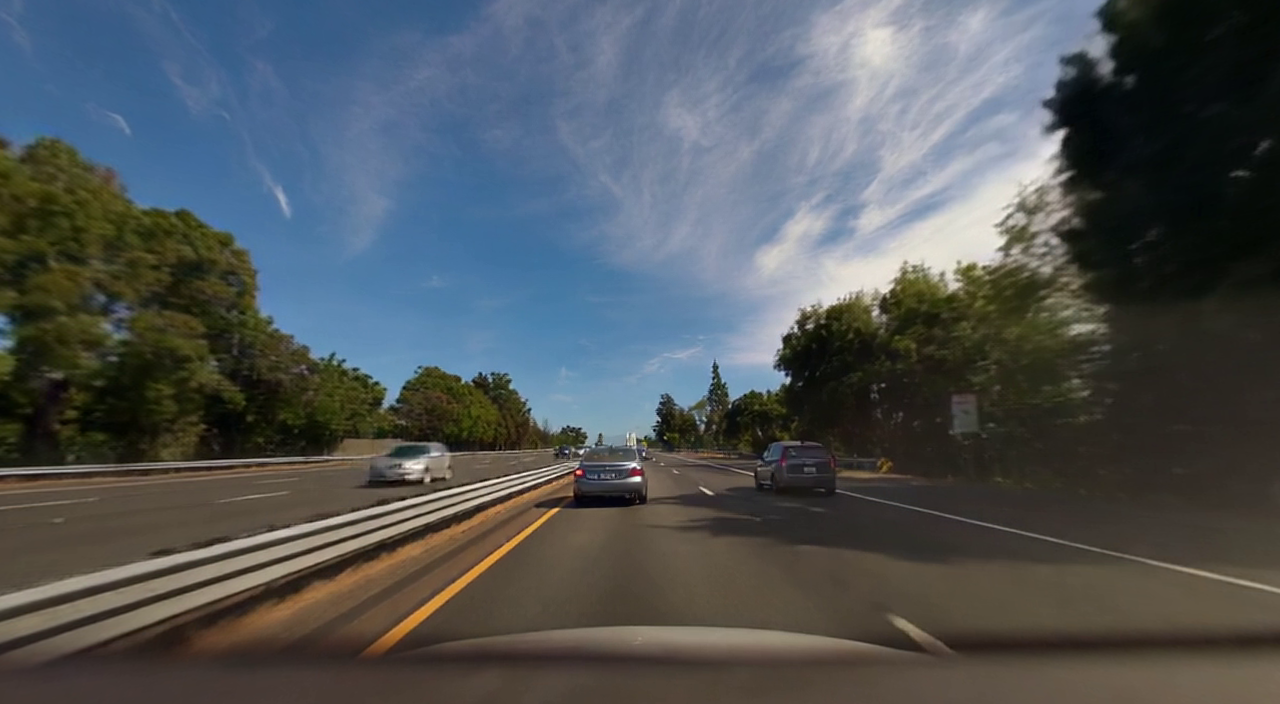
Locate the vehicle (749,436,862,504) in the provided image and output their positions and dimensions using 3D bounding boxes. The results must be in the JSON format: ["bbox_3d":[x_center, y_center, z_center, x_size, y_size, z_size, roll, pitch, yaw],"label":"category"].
[{"bbox_3d":[4.138,3.010,16.353,1.910,1.554,3.718,0,-9,0],"label":"vehicle"}]

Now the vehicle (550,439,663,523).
[{"bbox_3d":[-0.591,2.643,13.362,2.013,1.479,4.169,0,-9,0],"label":"vehicle"}]

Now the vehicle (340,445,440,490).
[{"bbox_3d":[-8.895,4.121,22.700,1.840,1.474,4.203,0,-9,0],"label":"vehicle"}]
